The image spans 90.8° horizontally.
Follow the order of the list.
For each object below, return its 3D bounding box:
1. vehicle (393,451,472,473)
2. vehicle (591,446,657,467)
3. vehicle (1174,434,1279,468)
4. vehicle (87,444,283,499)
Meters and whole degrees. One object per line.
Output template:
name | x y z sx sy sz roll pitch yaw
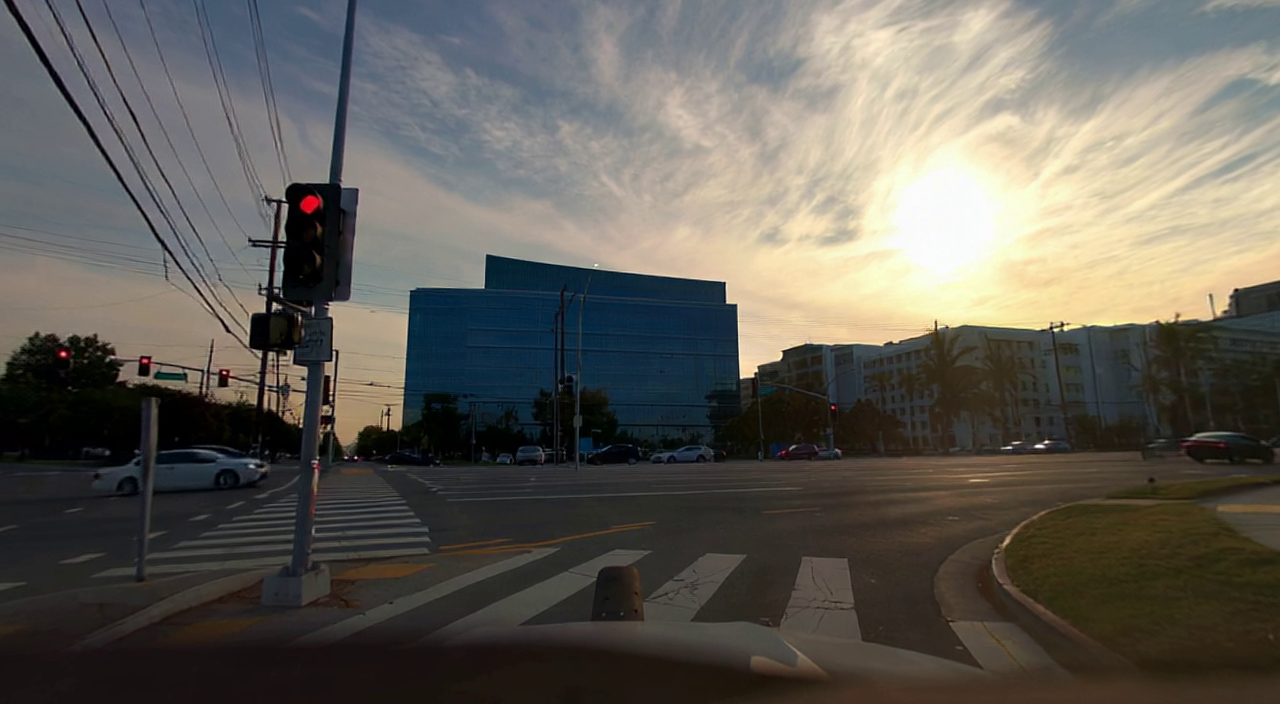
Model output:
vehicle | -14.102 7.440 43.001 4.837 1.407 1.818 4 -9 -26
vehicle | -1.150 7.546 45.824 4.391 1.451 1.717 4 -9 -25
vehicle | 27.728 4.620 29.539 4.700 1.479 2.095 3 -9 -22
vehicle | -13.254 3.435 18.494 4.799 1.438 1.899 -2 -9 14
